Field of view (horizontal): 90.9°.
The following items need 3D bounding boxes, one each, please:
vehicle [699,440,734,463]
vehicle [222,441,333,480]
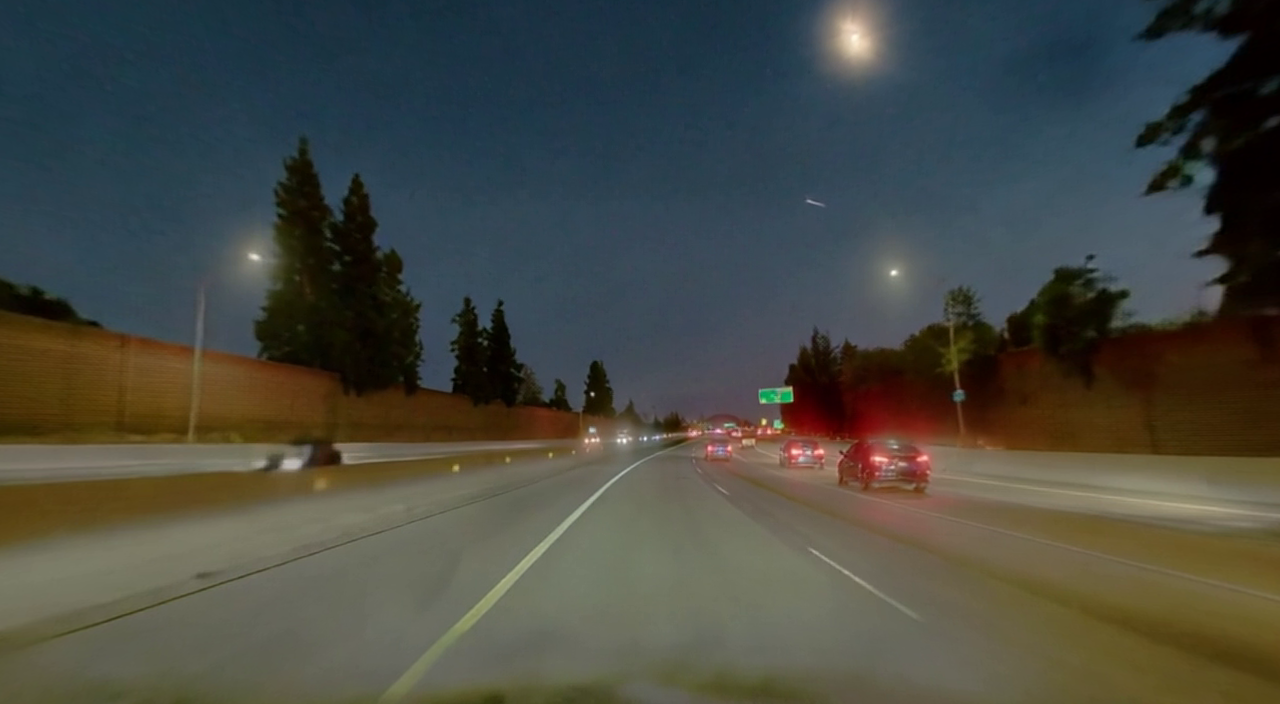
[{"bbox_3d":[5.119,6.720,42.609,1.926,1.477,4.080,0,-8,2],"label":"vehicle"},{"bbox_3d":[-15.398,4.628,27.149,1.914,1.506,4.614,-1,-8,2],"label":"vehicle"}]
